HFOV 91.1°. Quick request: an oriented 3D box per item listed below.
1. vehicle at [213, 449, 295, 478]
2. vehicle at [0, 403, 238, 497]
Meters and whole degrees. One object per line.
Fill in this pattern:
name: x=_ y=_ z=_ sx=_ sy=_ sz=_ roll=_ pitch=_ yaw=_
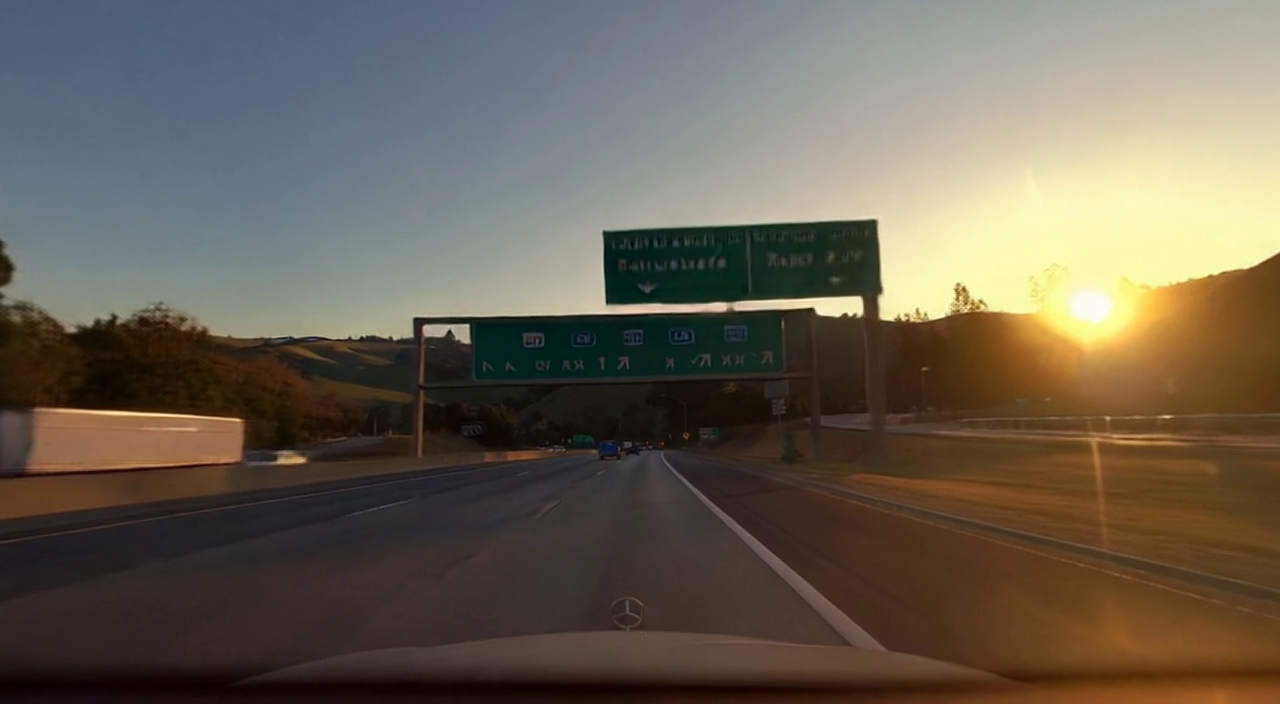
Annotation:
vehicle: x=-25.007 y=7.218 z=40.905 sx=2.041 sy=1.728 sz=4.935 roll=0 pitch=-8 yaw=2
vehicle: x=-30.035 y=5.546 z=35.955 sx=2.908 sy=4.172 sz=16.531 roll=0 pitch=-8 yaw=1
